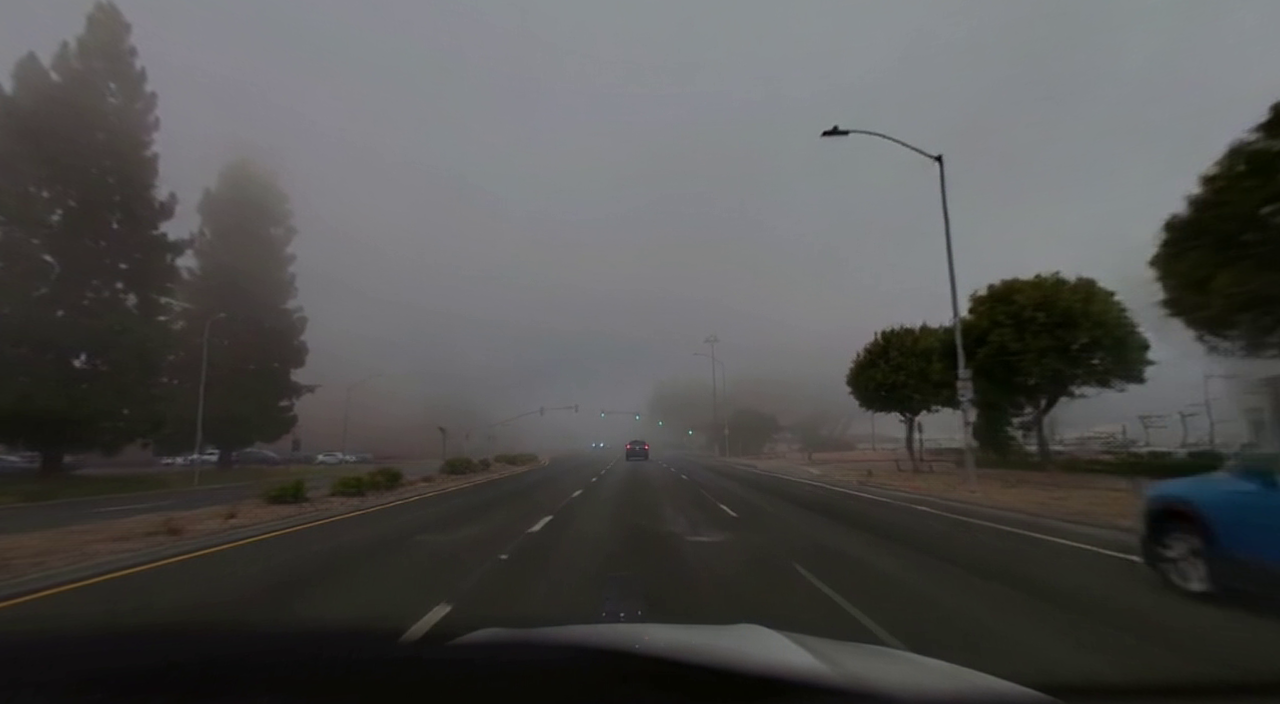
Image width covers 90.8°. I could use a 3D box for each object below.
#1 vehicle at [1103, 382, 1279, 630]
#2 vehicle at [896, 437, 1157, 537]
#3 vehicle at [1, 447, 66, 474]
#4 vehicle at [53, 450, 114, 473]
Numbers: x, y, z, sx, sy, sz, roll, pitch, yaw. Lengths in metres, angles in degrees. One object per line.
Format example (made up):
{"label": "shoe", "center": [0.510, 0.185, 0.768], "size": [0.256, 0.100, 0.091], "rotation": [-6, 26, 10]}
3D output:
{"label": "vehicle", "center": [5.883, 1.003, 3.792], "size": [2.295, 1.804, 4.971], "rotation": [0, -8, -2]}
{"label": "vehicle", "center": [6.720, 2.355, 11.762], "size": [1.959, 1.466, 4.528], "rotation": [0, -8, 0]}
{"label": "vehicle", "center": [-44.371, 7.912, 46.358], "size": [2.122, 1.792, 4.859], "rotation": [4, -10, -28]}
{"label": "vehicle", "center": [-39.092, 7.678, 44.487], "size": [1.920, 1.534, 4.933], "rotation": [4, -10, -26]}
